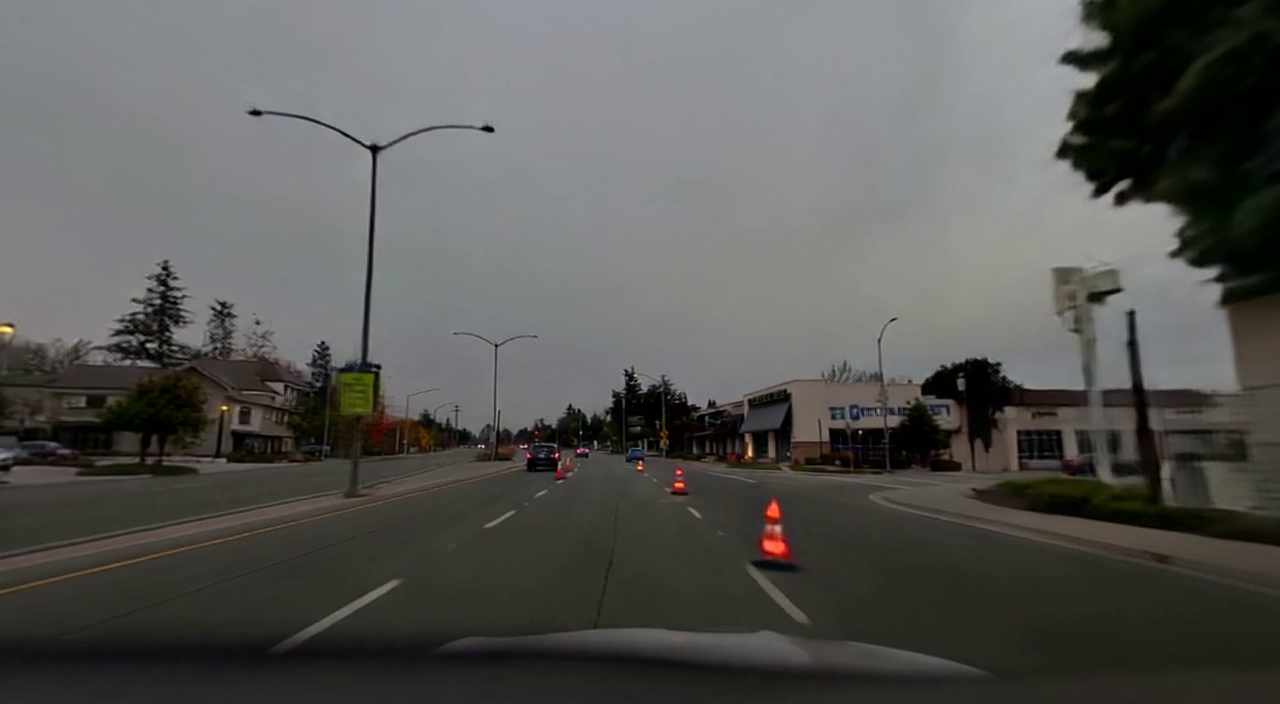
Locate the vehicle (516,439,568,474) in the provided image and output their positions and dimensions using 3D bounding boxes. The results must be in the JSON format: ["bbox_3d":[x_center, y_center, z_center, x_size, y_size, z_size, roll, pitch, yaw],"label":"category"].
[{"bbox_3d":[-5.103,5.489,33.473,2.381,1.721,4.186,0,-9,-4],"label":"vehicle"}]

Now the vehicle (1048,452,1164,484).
[{"bbox_3d":[25.168,6.262,34.193,4.906,1.447,2.076,1,-5,-8],"label":"vehicle"}]
